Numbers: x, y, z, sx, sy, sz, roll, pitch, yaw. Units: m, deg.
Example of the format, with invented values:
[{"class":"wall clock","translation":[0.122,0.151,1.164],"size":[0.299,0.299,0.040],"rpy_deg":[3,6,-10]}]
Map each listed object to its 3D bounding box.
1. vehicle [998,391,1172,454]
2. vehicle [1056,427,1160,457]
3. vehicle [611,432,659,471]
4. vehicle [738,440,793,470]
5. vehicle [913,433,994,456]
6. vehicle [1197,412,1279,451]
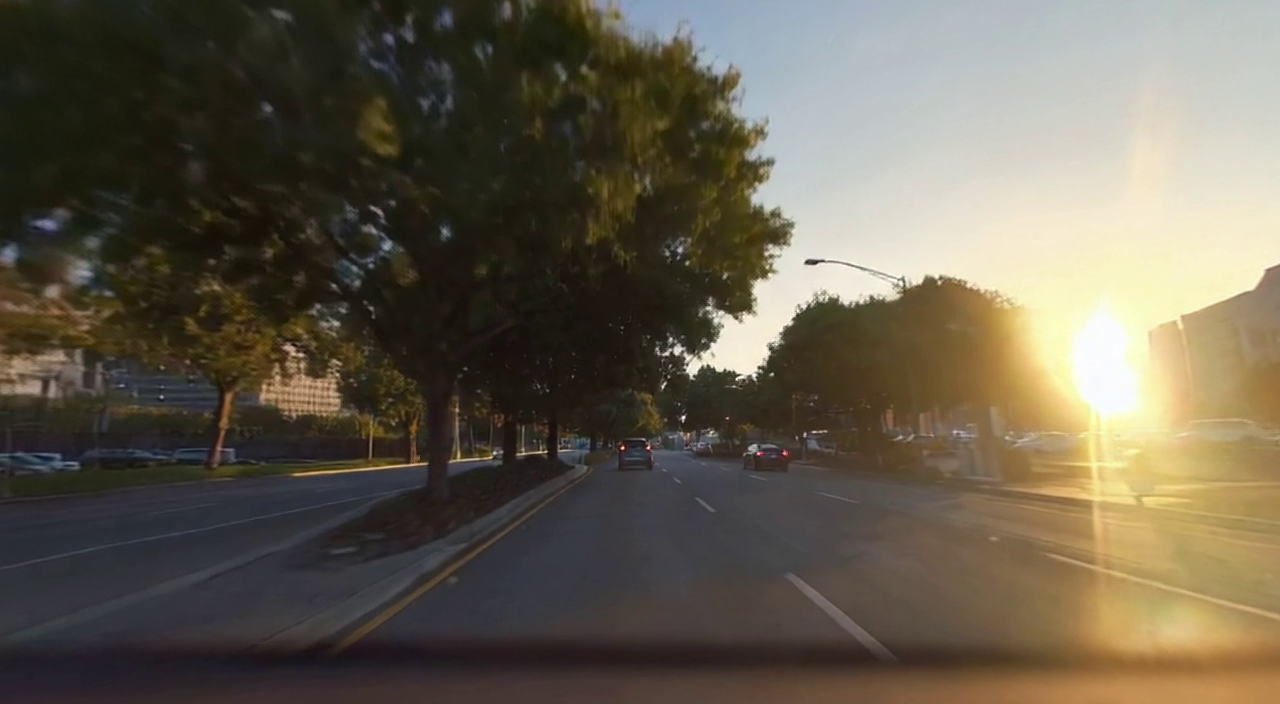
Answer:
[{"class":"vehicle","translation":[23.936,3.847,34.290],"size":[7.258,3.283,2.680],"rpy_deg":[0,-8,0]},{"class":"vehicle","translation":[23.325,4.508,31.576],"size":[3.651,1.409,1.857],"rpy_deg":[0,-8,1]},{"class":"vehicle","translation":[-0.275,4.931,31.437],"size":[2.227,1.794,4.457],"rpy_deg":[0,-8,-1]},{"class":"vehicle","translation":[6.858,5.673,35.032],"size":[2.029,1.548,4.422],"rpy_deg":[0,-8,-2]},{"class":"vehicle","translation":[20.837,6.163,42.098],"size":[4.249,1.420,2.039],"rpy_deg":[0,-8,-1]},{"class":"vehicle","translation":[36.596,4.814,37.902],"size":[2.004,2.133,4.736],"rpy_deg":[0,-8,2]}]
